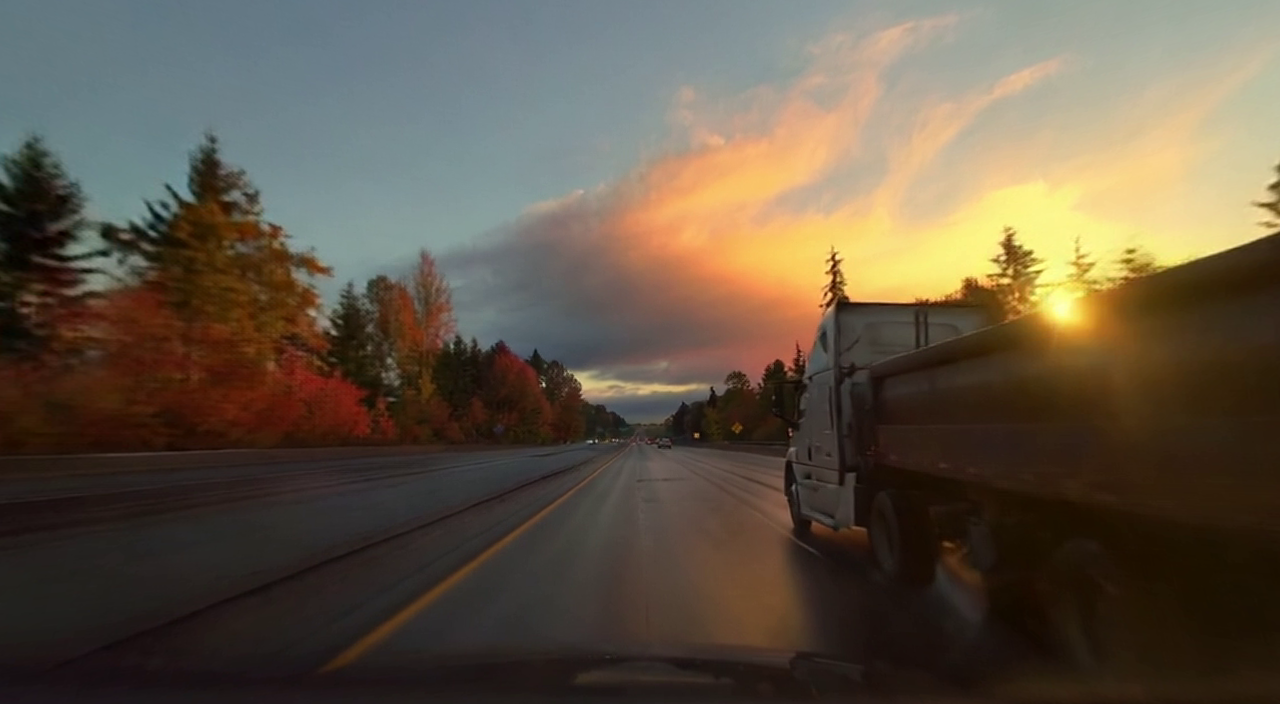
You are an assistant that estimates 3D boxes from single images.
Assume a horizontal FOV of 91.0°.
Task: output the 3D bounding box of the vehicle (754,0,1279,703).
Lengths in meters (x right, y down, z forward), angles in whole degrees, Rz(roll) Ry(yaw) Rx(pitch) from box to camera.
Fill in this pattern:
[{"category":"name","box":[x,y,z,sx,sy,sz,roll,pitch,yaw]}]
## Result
[{"category":"vehicle","box":[3.839,-0.206,4.293,3.691,4.331,13.909,0,-8,1]}]
